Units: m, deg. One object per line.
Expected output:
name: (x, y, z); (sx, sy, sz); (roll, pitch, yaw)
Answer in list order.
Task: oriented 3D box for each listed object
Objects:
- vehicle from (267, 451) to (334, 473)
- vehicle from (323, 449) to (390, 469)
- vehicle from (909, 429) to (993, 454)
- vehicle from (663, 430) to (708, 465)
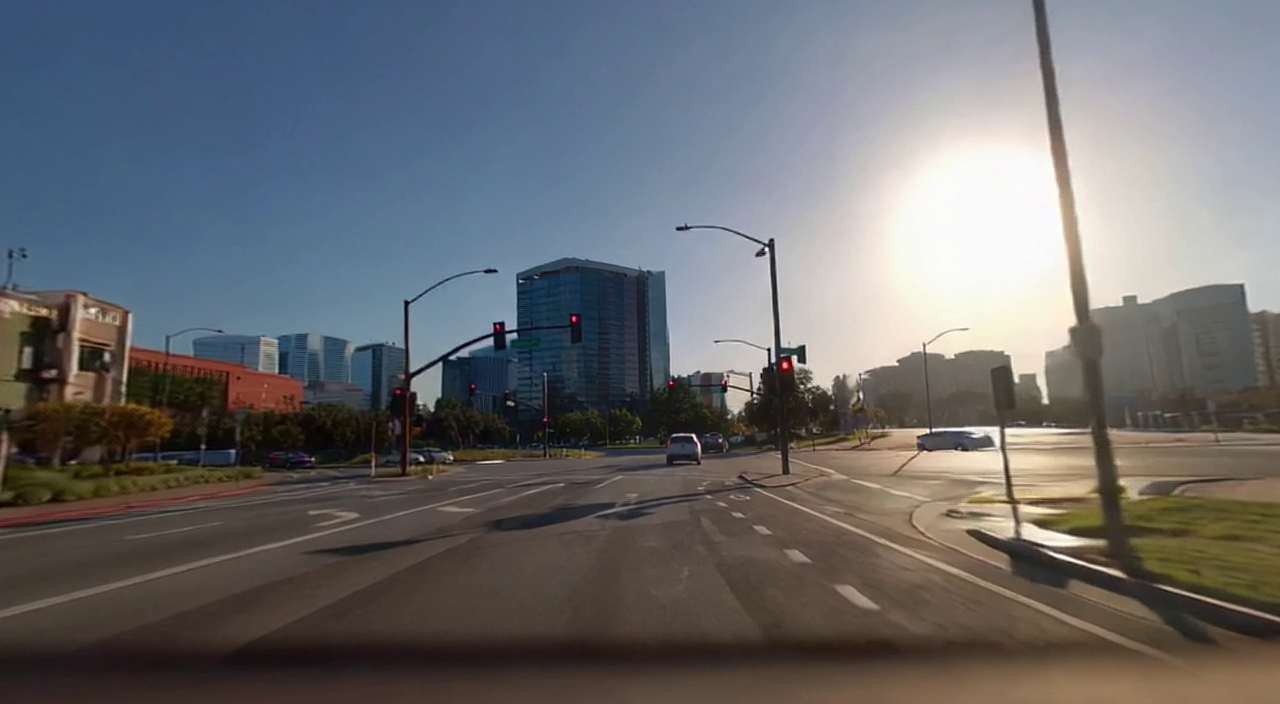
vehicle: (-25.274, 8.159, 47.050); (4.359, 1.508, 1.980); (-4, -9, 22)
vehicle: (-21.847, 8.216, 48.676); (4.601, 1.521, 1.941); (-4, -9, 22)
vehicle: (21.134, 6.128, 43.201); (4.952, 1.517, 1.997); (-5, -7, 23)
vehicle: (2.578, 5.285, 35.074); (2.230, 1.827, 4.298); (-1, -8, 7)
